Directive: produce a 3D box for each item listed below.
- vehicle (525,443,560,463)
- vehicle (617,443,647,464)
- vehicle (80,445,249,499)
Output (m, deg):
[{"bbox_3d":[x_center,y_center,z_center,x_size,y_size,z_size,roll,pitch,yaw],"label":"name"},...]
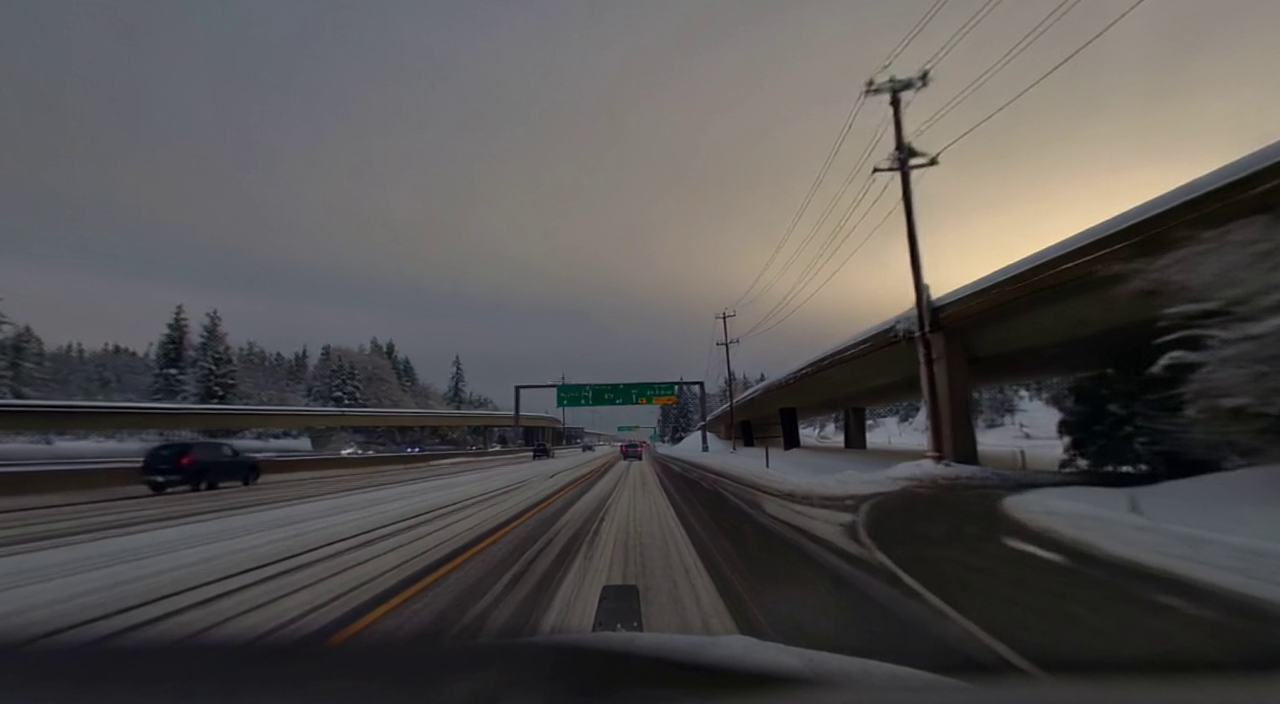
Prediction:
[{"bbox_3d":[-7.441,7.755,48.793,1.994,1.487,4.605,0,-8,0],"label":"vehicle"},{"bbox_3d":[-0.614,7.416,46.503,2.086,1.472,4.168,0,-8,-2],"label":"vehicle"},{"bbox_3d":[-14.768,3.711,20.061,1.969,1.486,4.395,0,-8,-1],"label":"vehicle"}]
